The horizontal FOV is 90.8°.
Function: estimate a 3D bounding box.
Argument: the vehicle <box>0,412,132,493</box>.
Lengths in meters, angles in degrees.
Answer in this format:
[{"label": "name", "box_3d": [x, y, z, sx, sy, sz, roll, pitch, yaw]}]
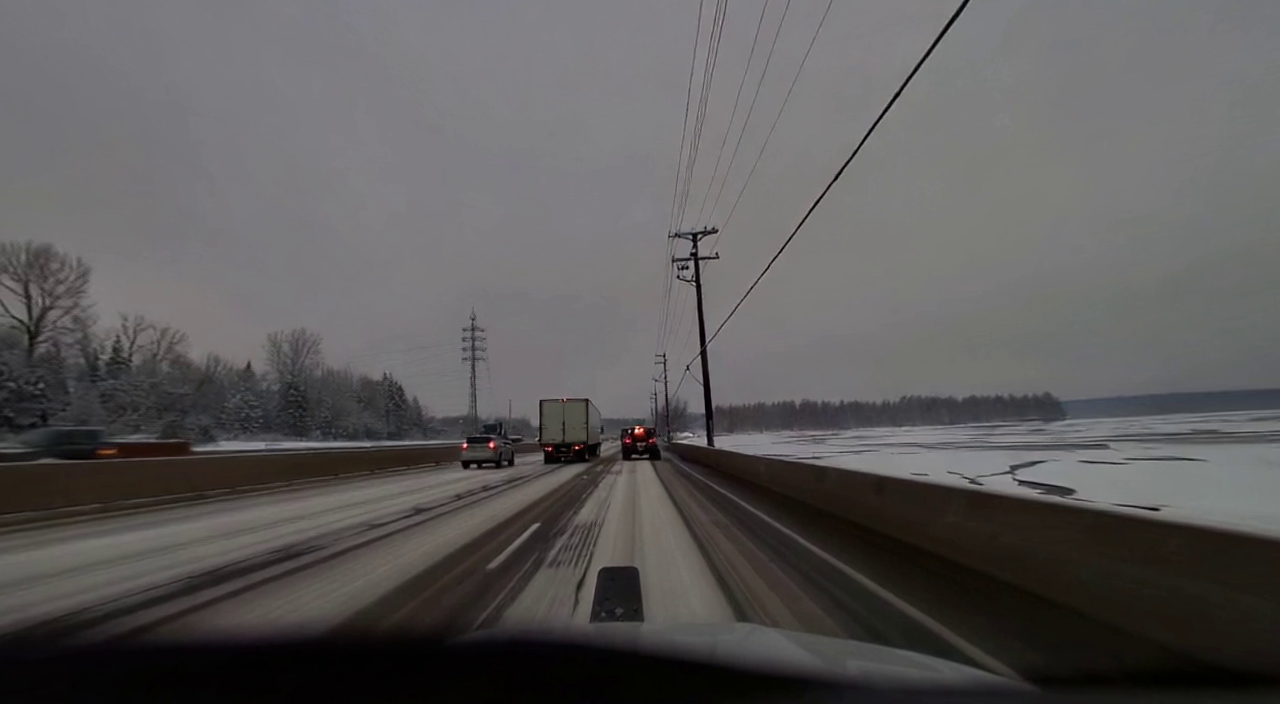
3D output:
[{"label": "vehicle", "box_3d": [-15.679, 2.477, 15.649, 2.059, 1.820, 4.860, 0, -8, 0]}]

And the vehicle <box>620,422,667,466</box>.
[{"label": "vehicle", "box_3d": [0.172, 4.950, 33.890, 2.358, 2.144, 4.713, 0, -8, 0]}]

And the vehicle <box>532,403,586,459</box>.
[{"label": "vehicle", "box_3d": [-3.733, 3.695, 29.499, 2.178, 2.522, 2.054, 0, -8, 1]}]

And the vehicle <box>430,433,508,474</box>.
[{"label": "vehicle", "box_3d": [-7.023, 4.214, 26.461, 2.004, 1.545, 4.513, 0, -8, 0]}]
